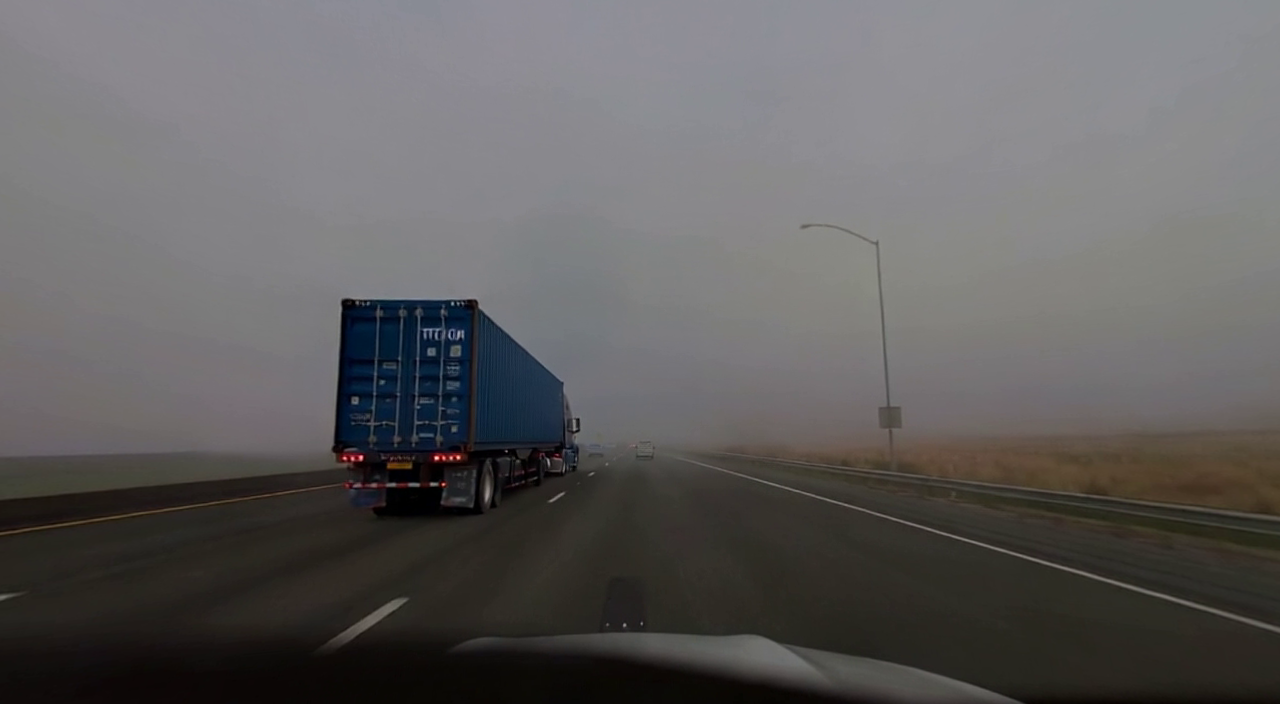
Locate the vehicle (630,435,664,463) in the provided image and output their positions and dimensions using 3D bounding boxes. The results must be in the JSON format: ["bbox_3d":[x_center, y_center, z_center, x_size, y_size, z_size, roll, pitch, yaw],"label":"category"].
[{"bbox_3d":[0.442,6.342,41.483,2.136,1.718,4.157,0,-8,0],"label":"vehicle"}]

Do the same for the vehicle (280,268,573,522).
[{"bbox_3d":[-4.052,1.596,16.677,2.840,4.032,13.388,0,-8,1],"label":"vehicle"}]
